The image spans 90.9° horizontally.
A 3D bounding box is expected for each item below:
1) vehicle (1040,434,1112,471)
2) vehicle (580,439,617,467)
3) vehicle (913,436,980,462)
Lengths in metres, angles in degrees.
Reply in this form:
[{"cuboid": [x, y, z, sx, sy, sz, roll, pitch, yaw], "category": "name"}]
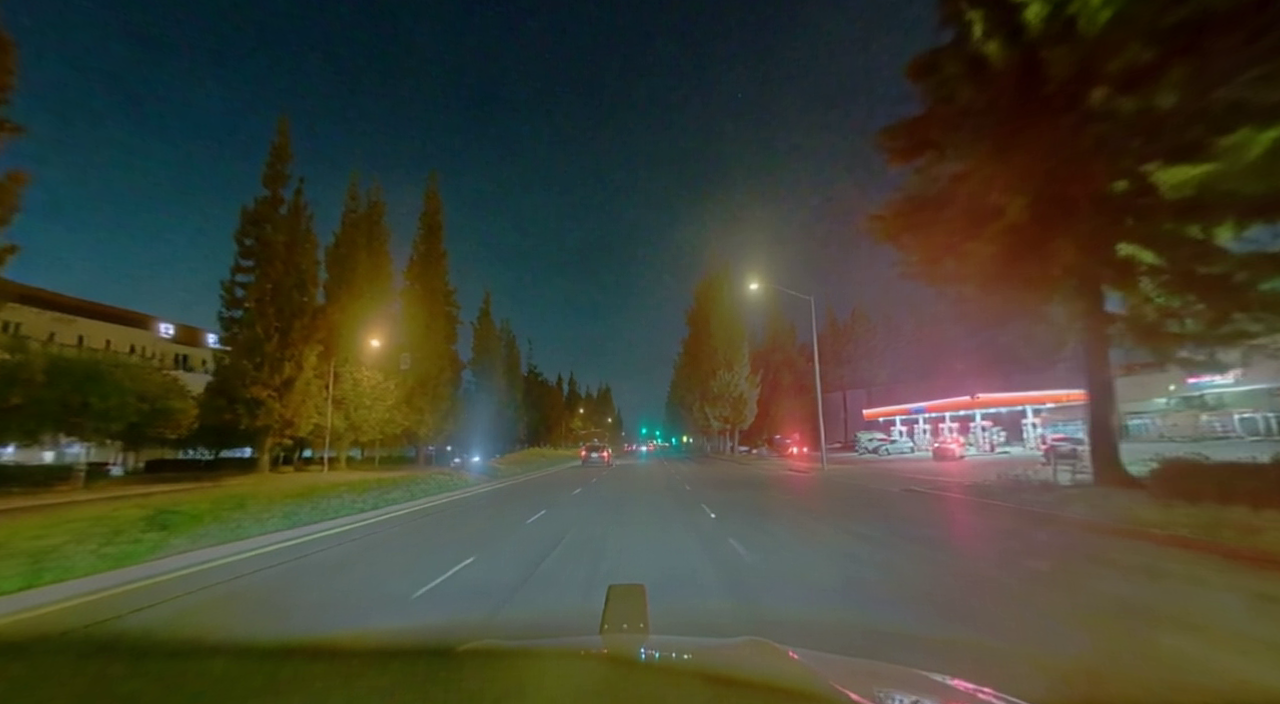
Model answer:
[{"cuboid": [20.864, 4.782, 30.066, 4.394, 1.624, 1.803, 8, -13, -43], "category": "vehicle"}, {"cuboid": [-2.826, 7.052, 44.114, 2.196, 1.801, 4.542, 0, -8, 1], "category": "vehicle"}, {"cuboid": [21.462, 6.767, 44.107, 4.484, 1.697, 1.959, 5, -10, -30], "category": "vehicle"}]
